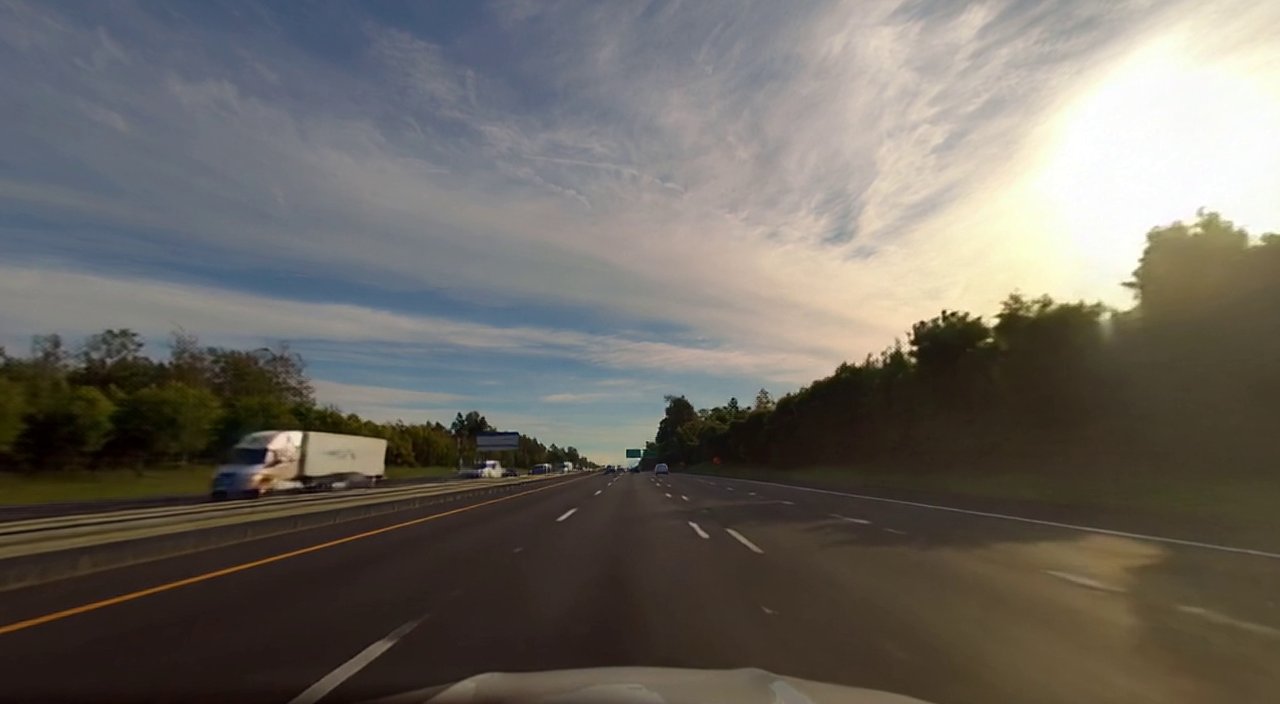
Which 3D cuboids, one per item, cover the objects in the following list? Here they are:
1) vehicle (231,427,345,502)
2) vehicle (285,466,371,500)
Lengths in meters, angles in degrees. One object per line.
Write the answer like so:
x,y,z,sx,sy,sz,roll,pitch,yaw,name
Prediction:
-20.657,6.705,37.399,2.993,4.003,6.139,1,-10,-1,vehicle
-16.213,6.812,32.939,2.087,1.602,4.557,1,-10,0,vehicle
